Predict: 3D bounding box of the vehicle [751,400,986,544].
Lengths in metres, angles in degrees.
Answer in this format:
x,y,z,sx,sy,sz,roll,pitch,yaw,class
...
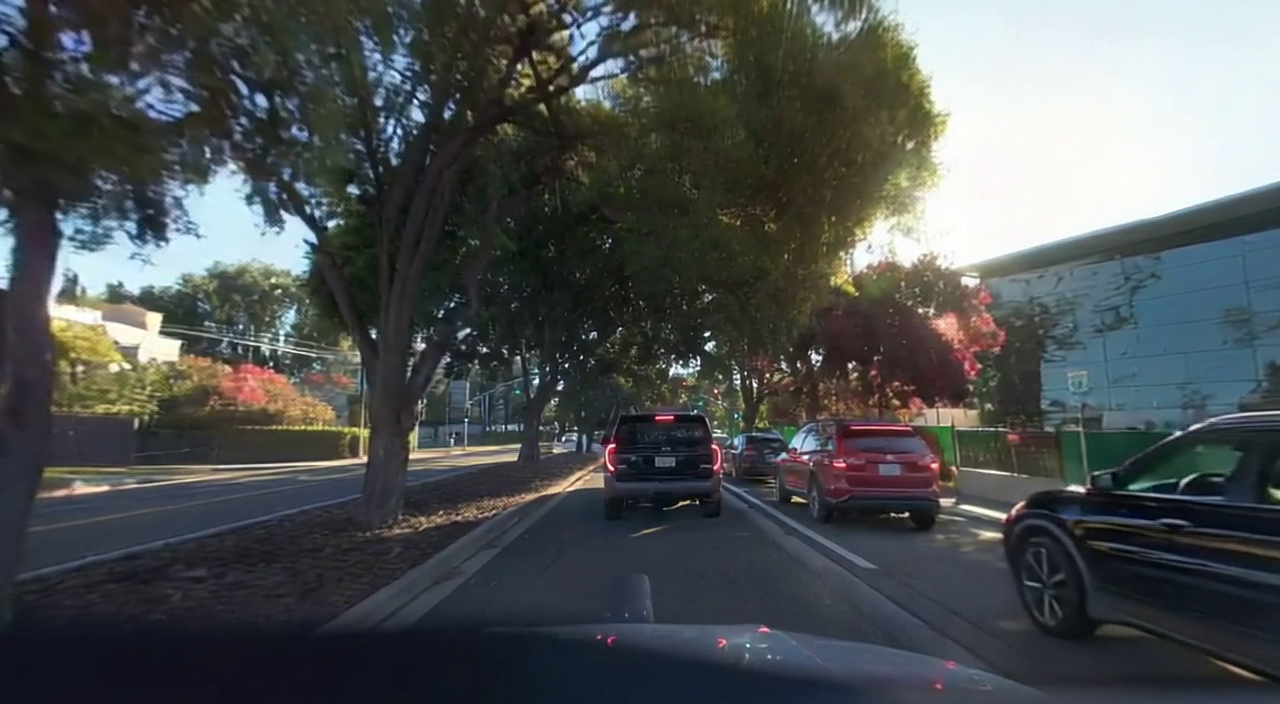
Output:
x,y,z,sx,sy,sz,roll,pitch,yaw,class
3.598,2.034,11.331,2.238,1.958,5.250,0,-9,0,vehicle

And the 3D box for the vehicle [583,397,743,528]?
x,y,z,sx,sy,sz,roll,pitch,yaw,class
0.362,1.967,11.600,2.386,1.947,4.168,0,-9,1,vehicle

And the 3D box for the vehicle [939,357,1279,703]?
x,y,z,sx,sy,sz,roll,pitch,yaw,class
3.554,0.911,2.712,2.138,1.699,4.852,0,-8,0,vehicle
